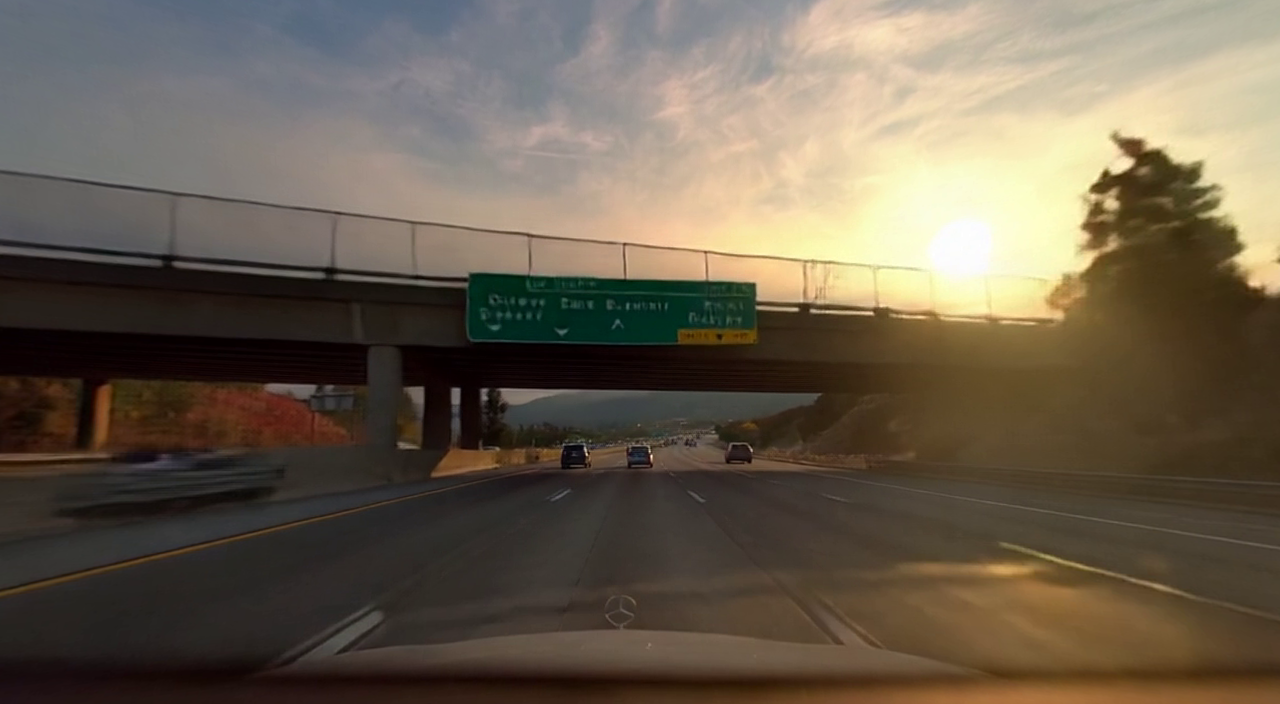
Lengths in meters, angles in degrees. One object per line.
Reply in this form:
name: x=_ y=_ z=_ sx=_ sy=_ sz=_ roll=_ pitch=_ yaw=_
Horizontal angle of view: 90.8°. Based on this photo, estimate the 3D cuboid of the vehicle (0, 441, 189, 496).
vehicle: x=-16.721 y=3.524 z=19.591 sx=1.903 sy=1.481 sz=4.822 roll=0 pitch=-8 yaw=0

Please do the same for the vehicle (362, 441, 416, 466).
vehicle: x=-17.641 y=7.162 z=44.561 sx=1.948 sy=1.661 sz=4.435 roll=0 pitch=-8 yaw=1

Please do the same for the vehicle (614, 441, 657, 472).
vehicle: x=-0.218 y=5.340 z=32.485 sx=2.075 sy=1.486 sz=4.007 roll=0 pitch=-8 yaw=0

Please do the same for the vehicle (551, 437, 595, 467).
vehicle: x=-4.027 y=6.145 z=38.917 sx=2.113 sy=1.756 sz=4.471 roll=0 pitch=-8 yaw=1

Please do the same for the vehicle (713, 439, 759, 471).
vehicle: x=5.192 y=5.623 z=34.586 sx=1.936 sy=1.625 sz=3.991 roll=0 pitch=-8 yaw=0
